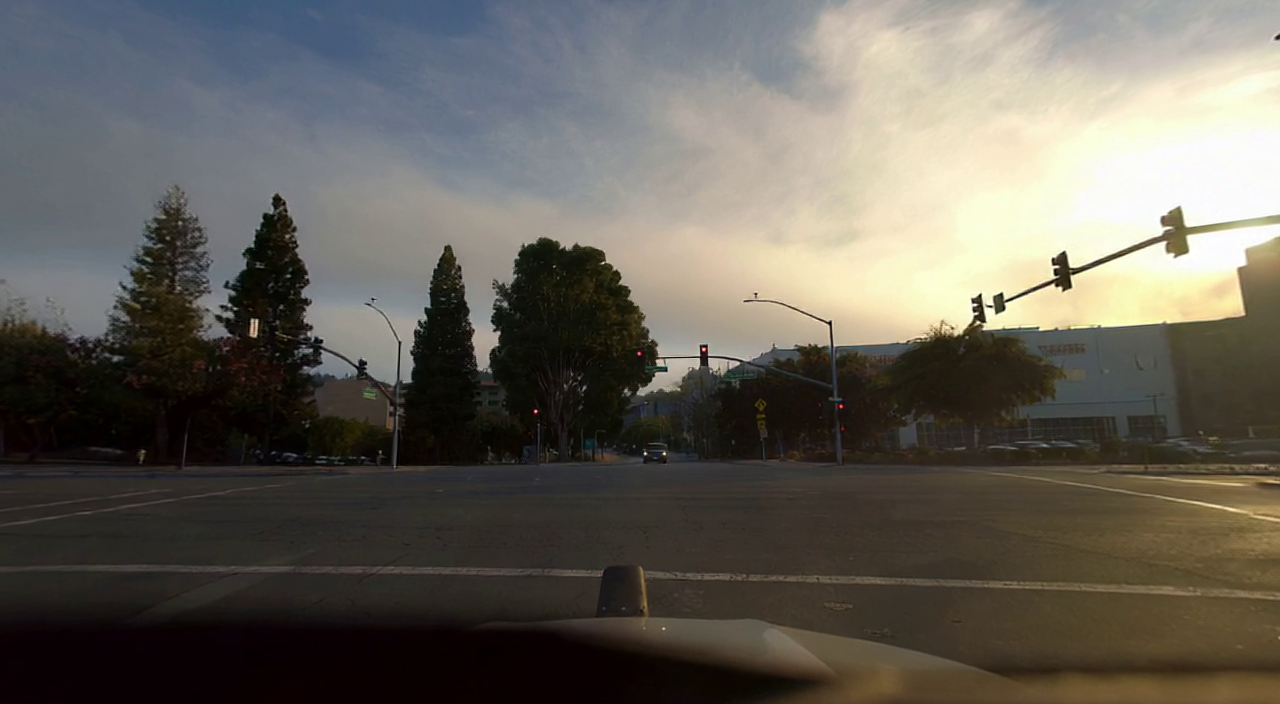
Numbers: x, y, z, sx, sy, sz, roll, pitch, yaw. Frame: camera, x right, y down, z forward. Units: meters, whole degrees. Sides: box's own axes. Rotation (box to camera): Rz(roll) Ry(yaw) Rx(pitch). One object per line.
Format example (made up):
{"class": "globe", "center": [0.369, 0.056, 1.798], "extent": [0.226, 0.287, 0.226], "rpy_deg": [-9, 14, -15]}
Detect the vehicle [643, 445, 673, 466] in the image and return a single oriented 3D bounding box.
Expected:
{"class": "vehicle", "center": [1.282, 7.615, 46.462], "extent": [2.132, 1.449, 4.235], "rpy_deg": [0, -9, 0]}
